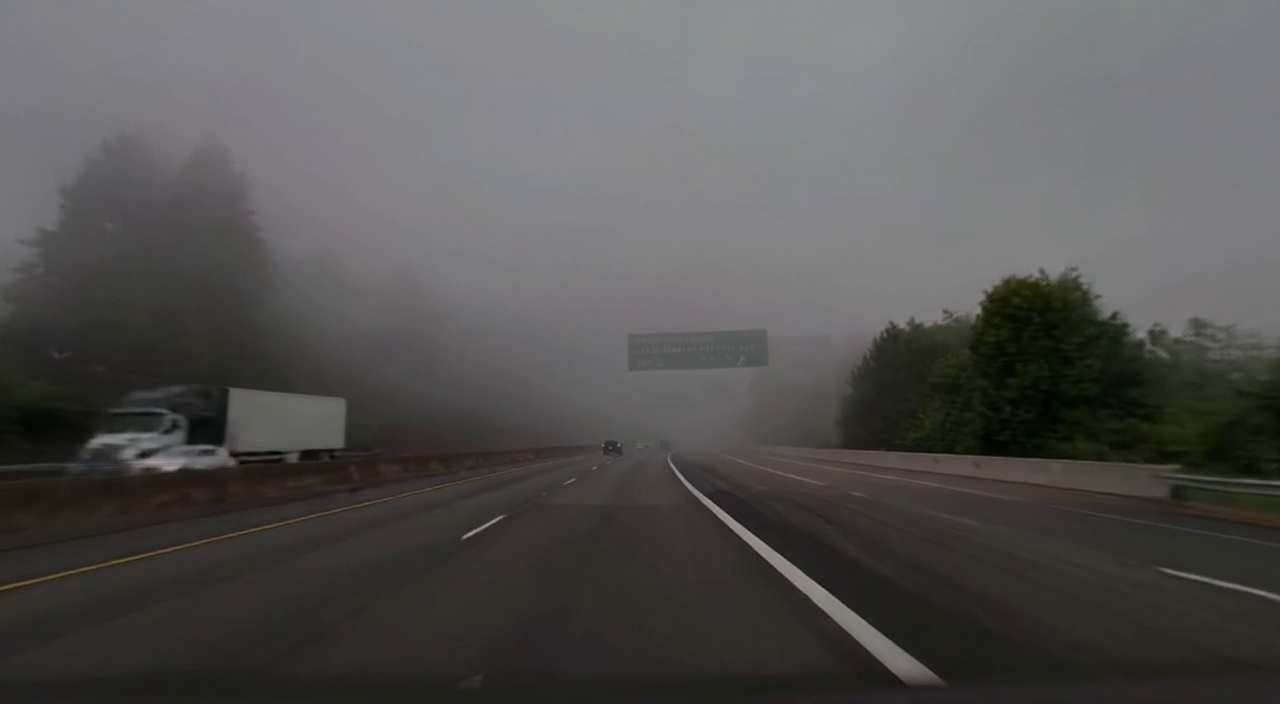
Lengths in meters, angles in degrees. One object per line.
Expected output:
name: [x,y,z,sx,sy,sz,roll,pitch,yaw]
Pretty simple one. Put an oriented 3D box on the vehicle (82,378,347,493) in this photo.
vehicle: [-15.264,3.217,24.128,3.205,3.498,9.568,0,-8,2]
